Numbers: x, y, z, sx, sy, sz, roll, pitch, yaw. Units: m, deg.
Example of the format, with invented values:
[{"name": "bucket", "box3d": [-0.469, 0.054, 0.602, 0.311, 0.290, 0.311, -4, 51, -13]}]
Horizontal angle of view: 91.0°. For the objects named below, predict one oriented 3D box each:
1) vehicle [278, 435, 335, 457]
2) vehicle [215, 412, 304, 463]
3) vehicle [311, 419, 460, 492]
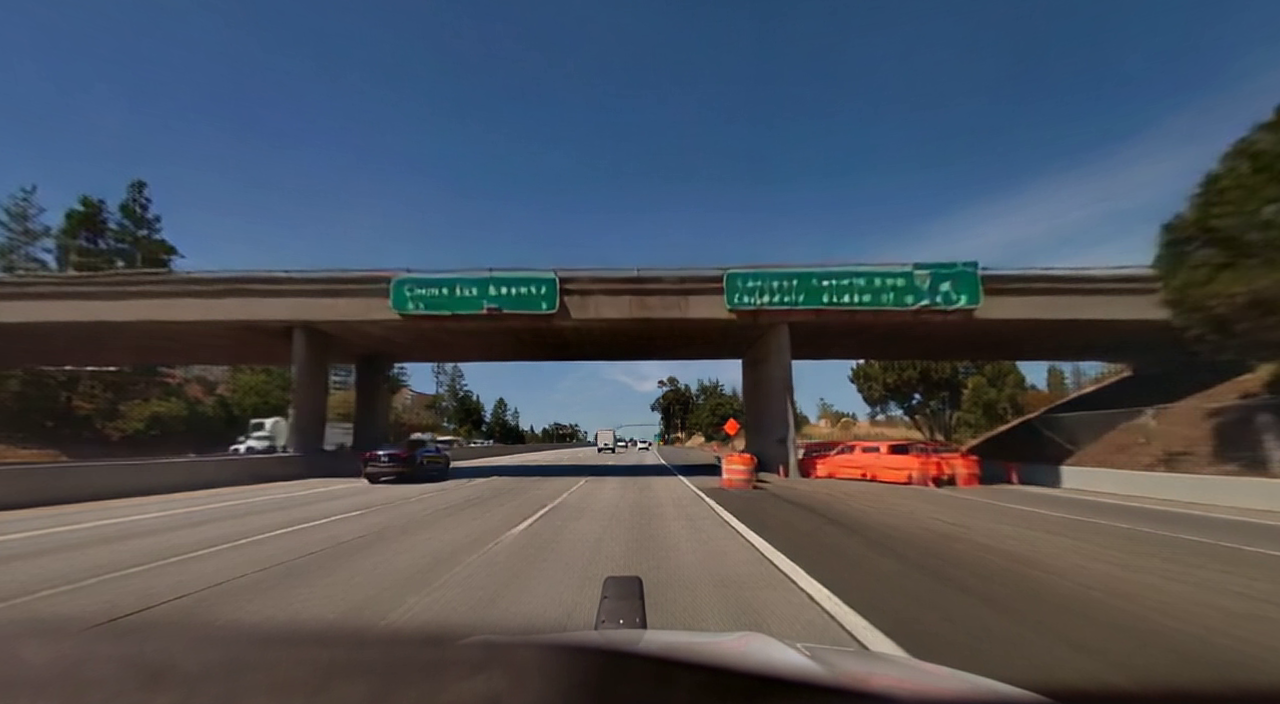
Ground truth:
[{"name": "vehicle", "box3d": [-25.670, 7.301, 48.620, 1.832, 1.611, 4.353, 0, -9, 3]}, {"name": "vehicle", "box3d": [-29.896, 6.776, 49.814, 3.023, 3.710, 5.853, 0, -8, 3]}, {"name": "vehicle", "box3d": [-7.014, 2.917, 18.086, 2.103, 1.775, 4.966, 0, -8, 1]}]
